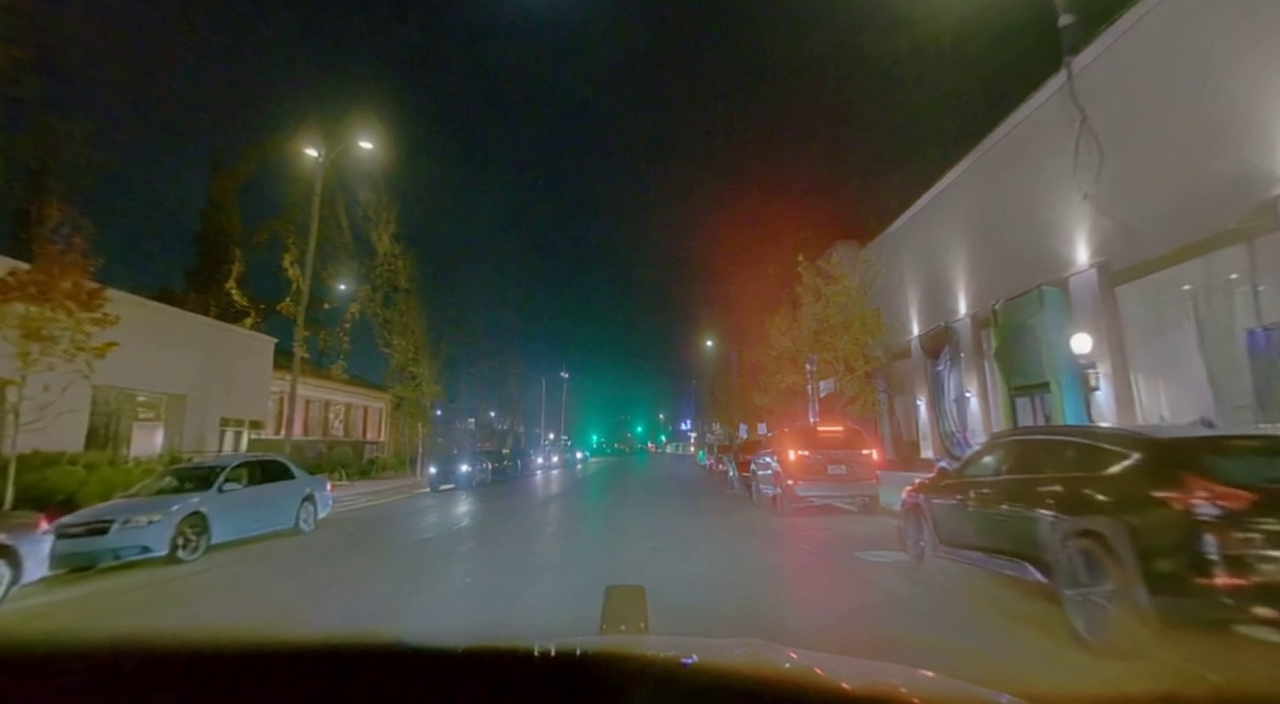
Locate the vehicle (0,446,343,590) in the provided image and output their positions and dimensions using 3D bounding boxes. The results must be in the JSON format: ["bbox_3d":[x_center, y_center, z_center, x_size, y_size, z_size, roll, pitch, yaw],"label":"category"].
[{"bbox_3d":[-7.073,2.369,10.052,2.182,1.522,4.946,-3,-7,2],"label":"vehicle"}]

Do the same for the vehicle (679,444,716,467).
[{"bbox_3d":[4.046,7.400,45.141,2.081,1.463,4.263,0,-8,-3],"label":"vehicle"}]

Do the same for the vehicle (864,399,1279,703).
[{"bbox_3d":[3.910,1.375,5.730,2.008,1.644,4.476,0,-8,-1],"label":"vehicle"}]

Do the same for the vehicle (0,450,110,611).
[{"bbox_3d":[-7.223,1.613,4.867,2.001,1.502,4.851,-1,-7,1],"label":"vehicle"}]

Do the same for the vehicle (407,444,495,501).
[{"bbox_3d":[-7.163,4.553,24.538,1.996,1.770,5.518,-2,-7,-3],"label":"vehicle"}]

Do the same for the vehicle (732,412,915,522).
[{"bbox_3d":[3.789,2.472,14.334,2.390,2.005,5.276,0,-8,-2],"label":"vehicle"}]
